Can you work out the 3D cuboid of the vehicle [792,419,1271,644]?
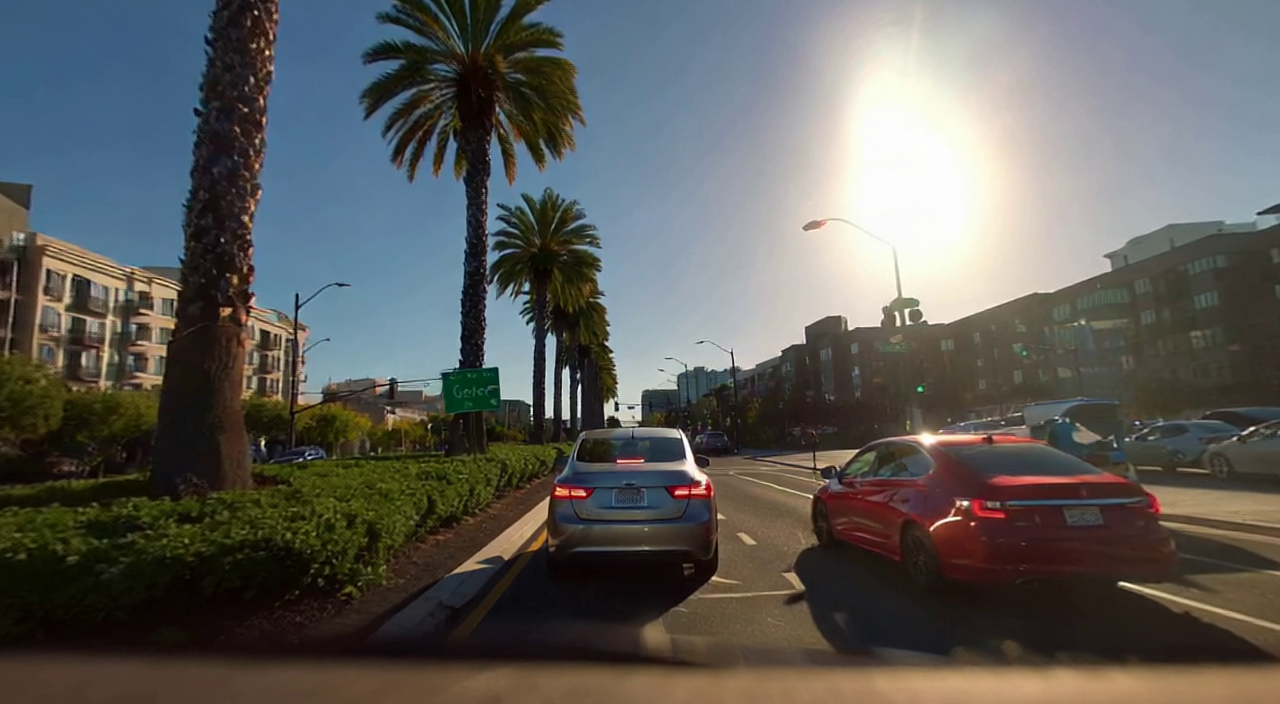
[{"bbox_3d":[3.144,1.515,6.456,1.925,1.451,4.436,0,-8,-2],"label":"vehicle"}]

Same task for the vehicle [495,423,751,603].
[{"bbox_3d":[-0.156,1.659,7.373,2.158,1.498,3.919,0,-8,0],"label":"vehicle"}]

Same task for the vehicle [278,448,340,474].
[{"bbox_3d":[-20.568,6.763,39.396,1.764,1.510,3.827,0,-9,0],"label":"vehicle"}]

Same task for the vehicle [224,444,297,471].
[{"bbox_3d":[-28.255,7.869,47.272,2.115,1.884,5.481,0,-8,-1],"label":"vehicle"}]
